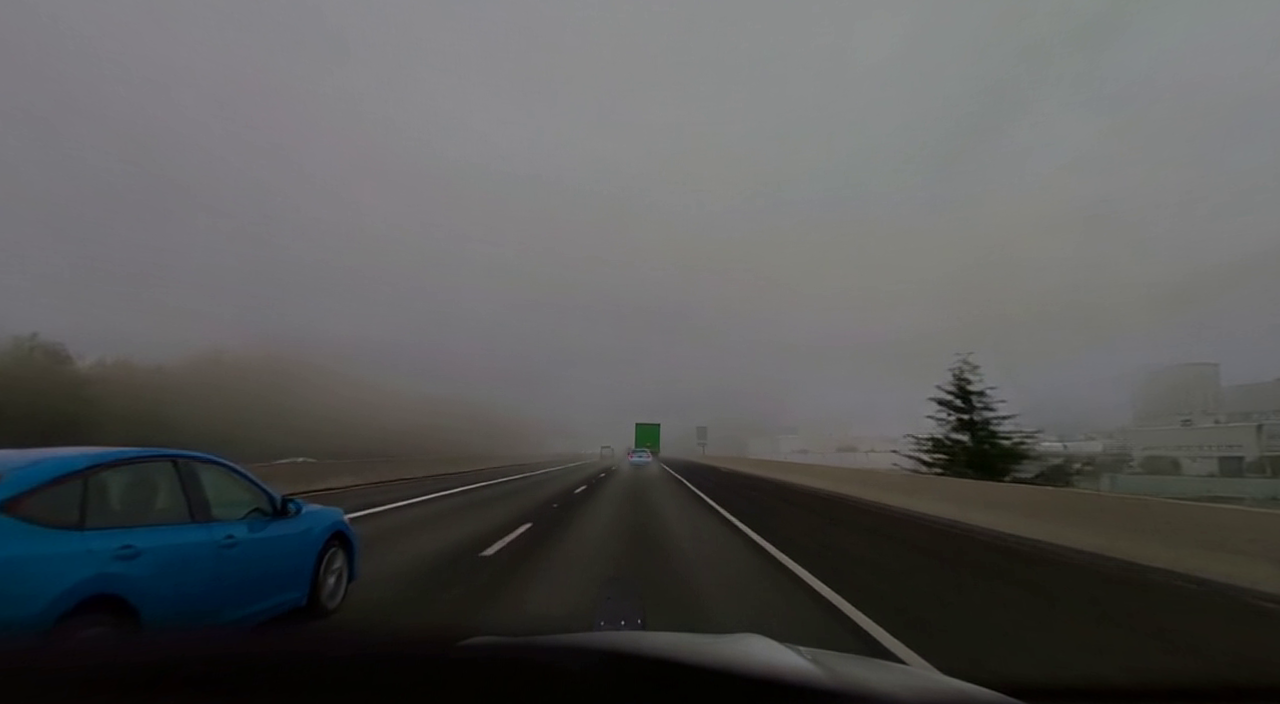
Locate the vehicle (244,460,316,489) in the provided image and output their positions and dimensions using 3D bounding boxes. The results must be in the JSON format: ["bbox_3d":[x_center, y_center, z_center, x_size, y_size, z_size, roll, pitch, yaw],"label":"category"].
[{"bbox_3d":[-19.508,6.610,34.310,1.646,1.399,3.733,-1,-9,1],"label":"vehicle"}]

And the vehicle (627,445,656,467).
[{"bbox_3d":[0.086,7.880,47.800,2.094,1.559,3.945,0,-9,0],"label":"vehicle"}]
